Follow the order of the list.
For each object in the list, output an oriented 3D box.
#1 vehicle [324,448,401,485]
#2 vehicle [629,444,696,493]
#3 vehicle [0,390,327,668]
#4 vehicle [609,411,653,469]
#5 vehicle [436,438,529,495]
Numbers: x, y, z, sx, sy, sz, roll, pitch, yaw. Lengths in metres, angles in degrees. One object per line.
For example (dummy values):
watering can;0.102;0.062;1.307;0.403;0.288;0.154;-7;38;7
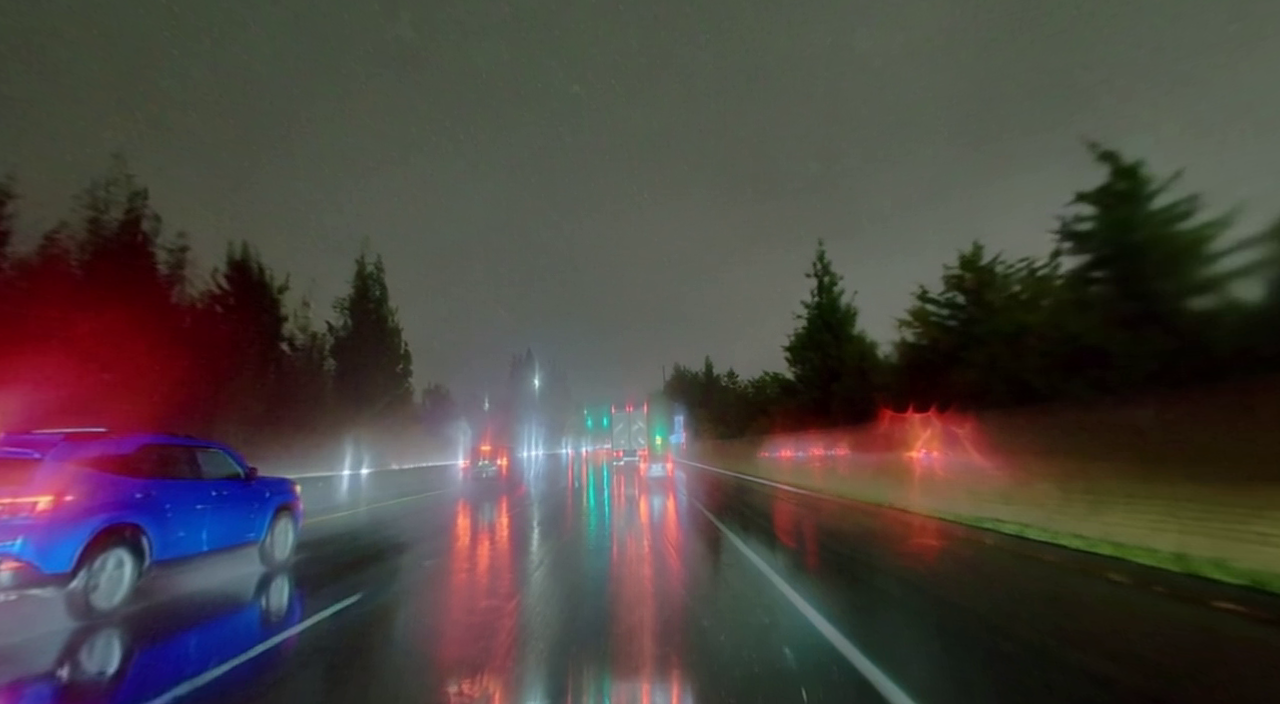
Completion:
vehicle;-13.210;5.449;30.129;1.899;1.597;4.062;0;-9;-1
vehicle;0.647;3.886;21.233;2.026;1.489;4.045;0;-9;-1
vehicle;-4.959;1.376;5.700;2.100;1.671;4.105;0;-9;0
vehicle;-0.819;7.090;49.986;3.113;4.066;10.786;0;-9;-2
vehicle;-5.070;3.741;20.767;2.035;1.664;4.064;0;-9;0
